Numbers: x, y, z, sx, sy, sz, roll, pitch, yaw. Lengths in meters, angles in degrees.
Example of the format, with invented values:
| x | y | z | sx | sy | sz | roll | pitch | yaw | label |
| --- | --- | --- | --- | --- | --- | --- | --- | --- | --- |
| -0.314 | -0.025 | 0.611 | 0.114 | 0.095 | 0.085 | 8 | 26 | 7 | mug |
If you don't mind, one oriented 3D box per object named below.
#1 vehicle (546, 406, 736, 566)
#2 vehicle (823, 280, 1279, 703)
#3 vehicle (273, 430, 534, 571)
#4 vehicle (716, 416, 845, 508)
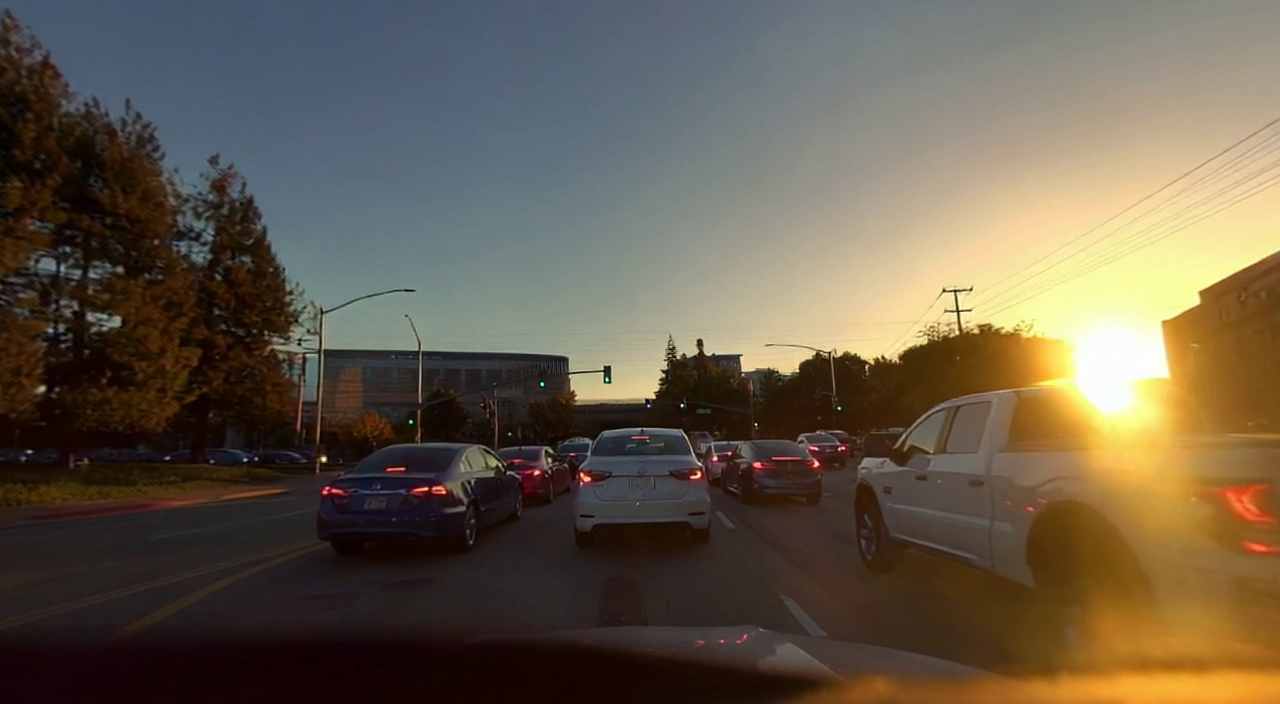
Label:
| x | y | z | sx | sy | sz | roll | pitch | yaw | label |
| --- | --- | --- | --- | --- | --- | --- | --- | --- | --- |
| 0.059 | 1.788 | 9.073 | 2.113 | 1.768 | 3.901 | 0 | -8 | 1 | vehicle |
| 3.383 | 1.075 | 4.701 | 2.317 | 1.857 | 5.940 | 0 | -8 | 1 | vehicle |
| -2.916 | 1.919 | 8.980 | 2.023 | 1.494 | 4.259 | 0 | -9 | 0 | vehicle |
| 3.599 | 2.964 | 17.488 | 2.408 | 2.100 | 5.668 | 0 | -9 | 1 | vehicle |
